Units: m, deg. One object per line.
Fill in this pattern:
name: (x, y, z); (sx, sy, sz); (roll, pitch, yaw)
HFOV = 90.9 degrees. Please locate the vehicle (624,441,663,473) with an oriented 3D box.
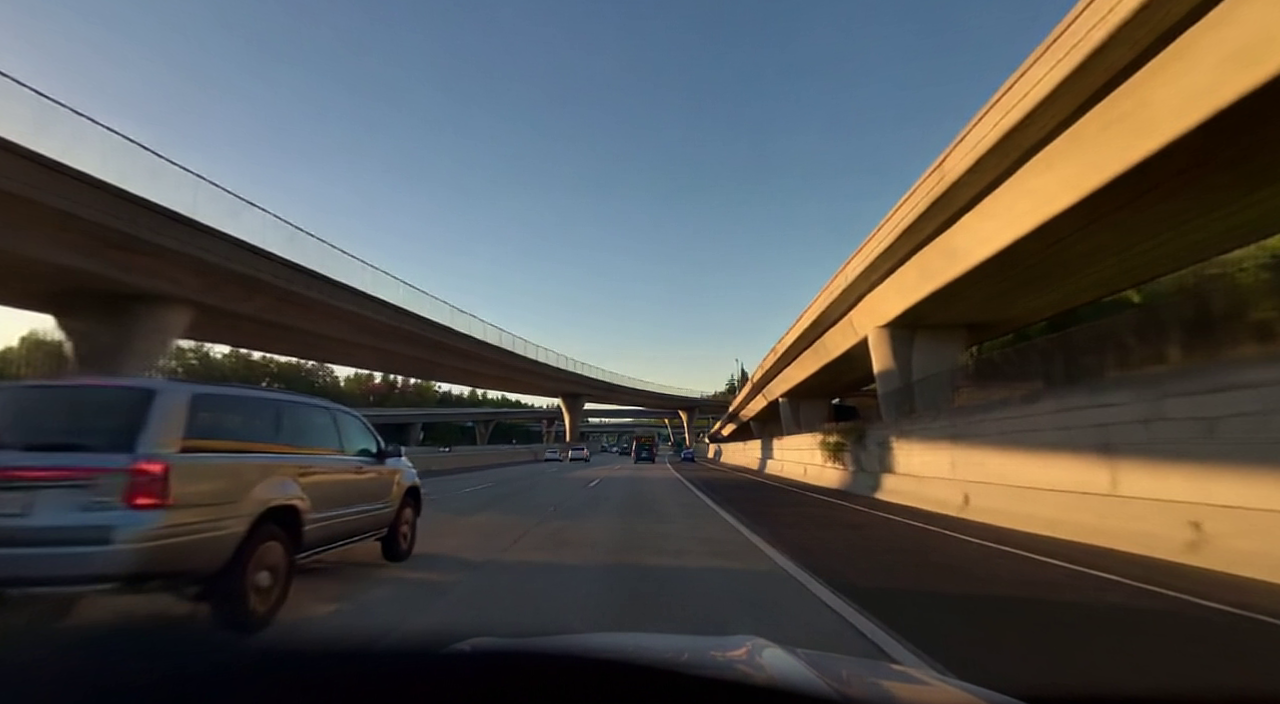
vehicle: (0.184, 5.926, 35.812); (2.052, 1.711, 4.223); (0, -9, 0)

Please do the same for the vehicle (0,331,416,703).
vehicle: (-4.005, 1.200, 5.687); (2.147, 1.918, 4.834); (0, -9, 0)
